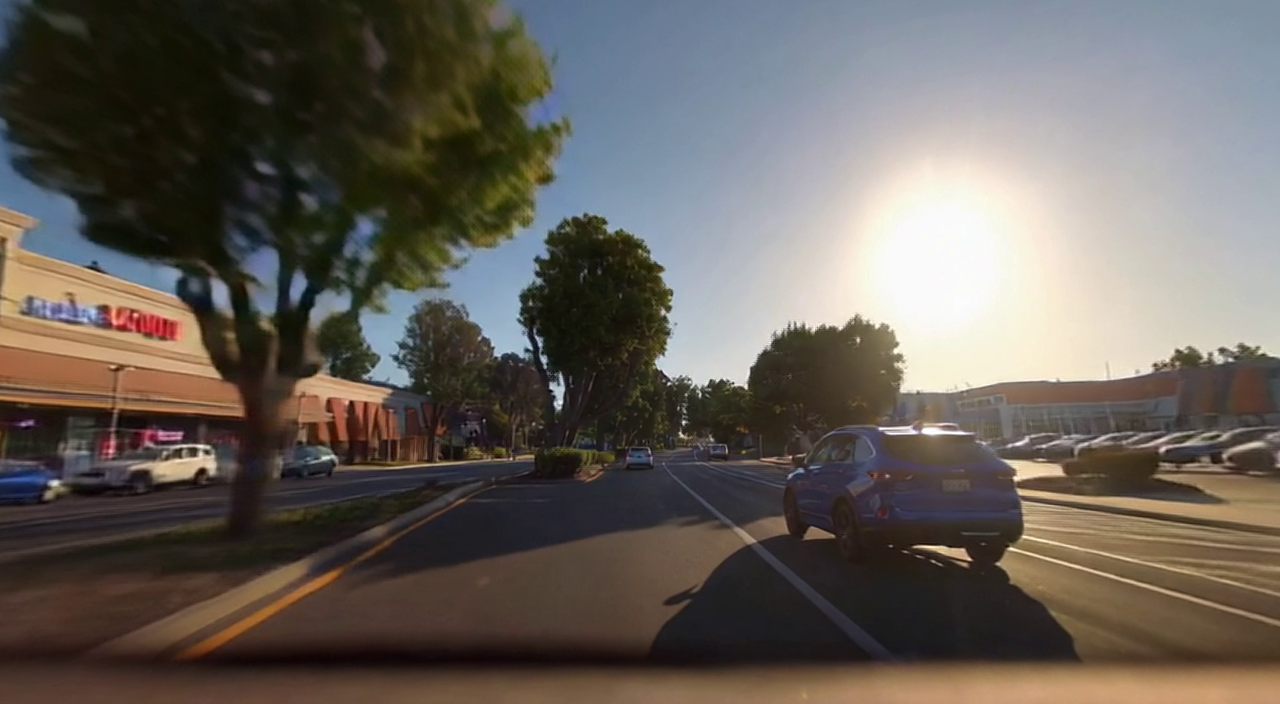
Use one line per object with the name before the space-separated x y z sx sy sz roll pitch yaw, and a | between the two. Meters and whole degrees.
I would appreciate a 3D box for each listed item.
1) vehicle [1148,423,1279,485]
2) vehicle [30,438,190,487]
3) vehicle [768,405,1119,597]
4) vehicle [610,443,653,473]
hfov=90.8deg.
vehicle | 20.284 3.289 20.524 5.408 1.845 2.377 0 -8 0
vehicle | -25.851 5.412 30.990 5.776 1.932 2.226 -3 -9 -2
vehicle | 3.174 1.660 7.922 2.110 1.698 4.397 0 -8 -1
vehicle | -0.437 5.525 33.130 2.126 1.475 3.967 0 -8 0
